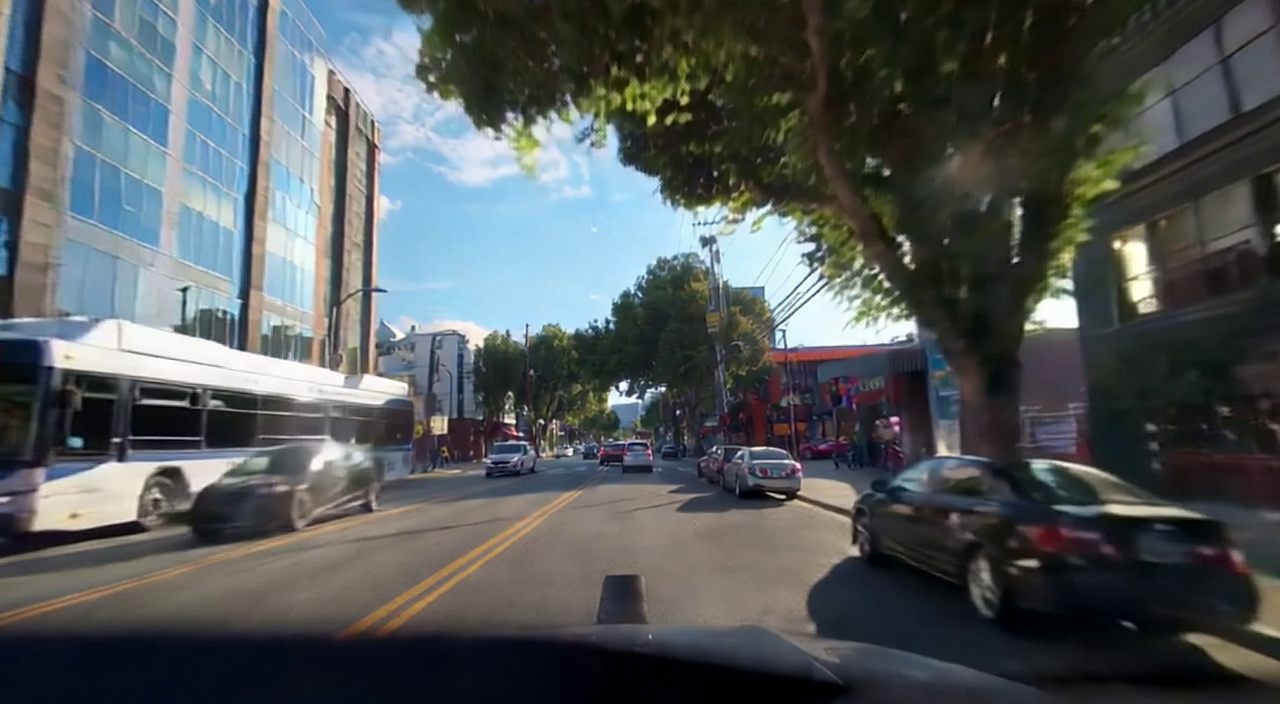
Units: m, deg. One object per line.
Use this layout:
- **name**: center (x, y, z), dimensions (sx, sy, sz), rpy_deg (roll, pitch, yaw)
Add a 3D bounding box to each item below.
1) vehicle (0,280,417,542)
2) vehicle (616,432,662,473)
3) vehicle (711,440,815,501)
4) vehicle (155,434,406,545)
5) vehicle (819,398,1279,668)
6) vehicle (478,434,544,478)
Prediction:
- **vehicle**: center (-9.432, 1.798, 15.298), dimensions (3.022, 3.627, 13.129), rpy_deg (-1, -9, 1)
- **vehicle**: center (0.001, 4.970, 31.528), dimensions (2.127, 1.893, 4.194), rpy_deg (0, -8, 1)
- **vehicle**: center (3.288, 3.258, 17.846), dimensions (2.018, 1.474, 4.524), rpy_deg (0, -8, 0)
- **vehicle**: center (-5.963, 2.287, 11.238), dimensions (1.954, 1.581, 4.197), rpy_deg (0, -8, 0)
- **vehicle**: center (3.240, 1.394, 5.952), dimensions (1.878, 1.621, 4.135), rpy_deg (0, -8, 0)
- **vehicle**: center (-5.592, 4.563, 27.893), dimensions (2.050, 1.763, 4.119), rpy_deg (0, -8, 0)
